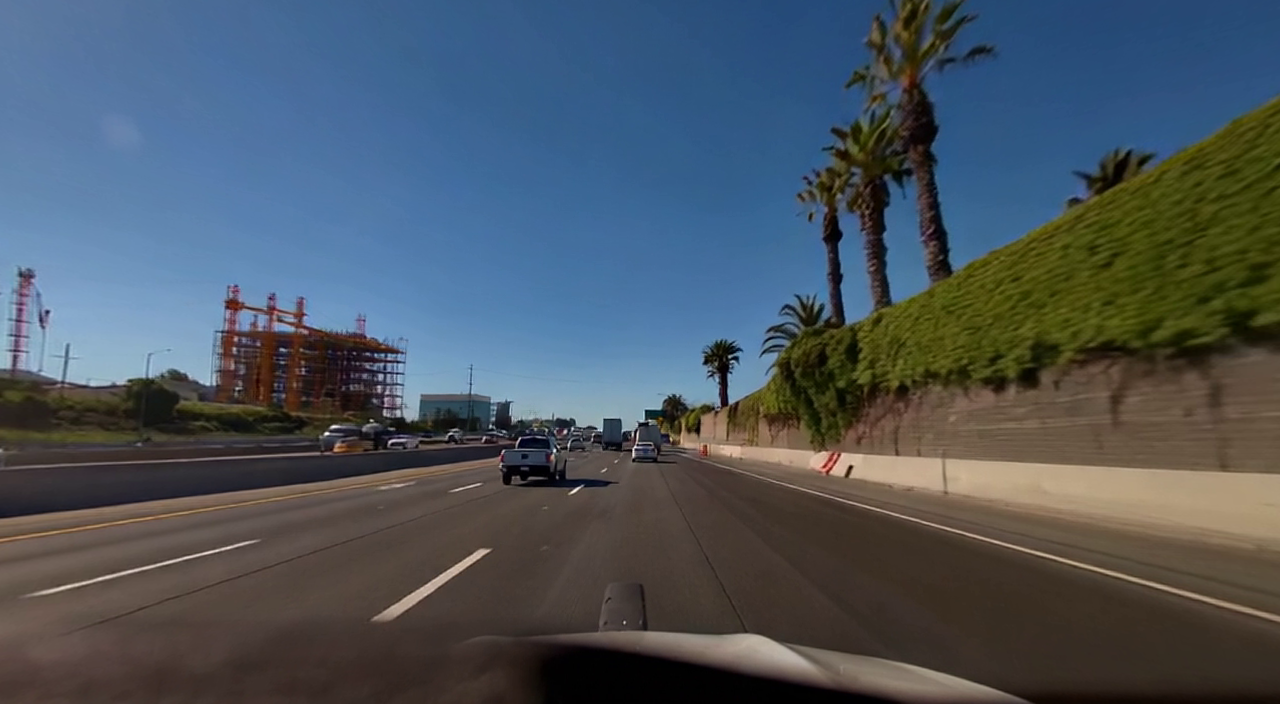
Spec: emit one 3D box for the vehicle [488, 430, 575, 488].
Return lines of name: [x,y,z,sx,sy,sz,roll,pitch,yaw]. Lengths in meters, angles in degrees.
vehicle: [-3.579,3.634,21.708,2.108,1.740,4.549,-1,-9,1]

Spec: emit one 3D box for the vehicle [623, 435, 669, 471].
vehicle: [0.285,5.045,31.700,2.136,1.678,4.052,-1,-9,0]

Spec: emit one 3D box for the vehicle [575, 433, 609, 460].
vehicle: [-3.647,7.325,49.054,2.203,1.958,4.848,-1,-9,1]

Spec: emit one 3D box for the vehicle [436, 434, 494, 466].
vehicle: [-10.749,6.052,39.104,2.104,1.818,4.721,-1,-9,1]
